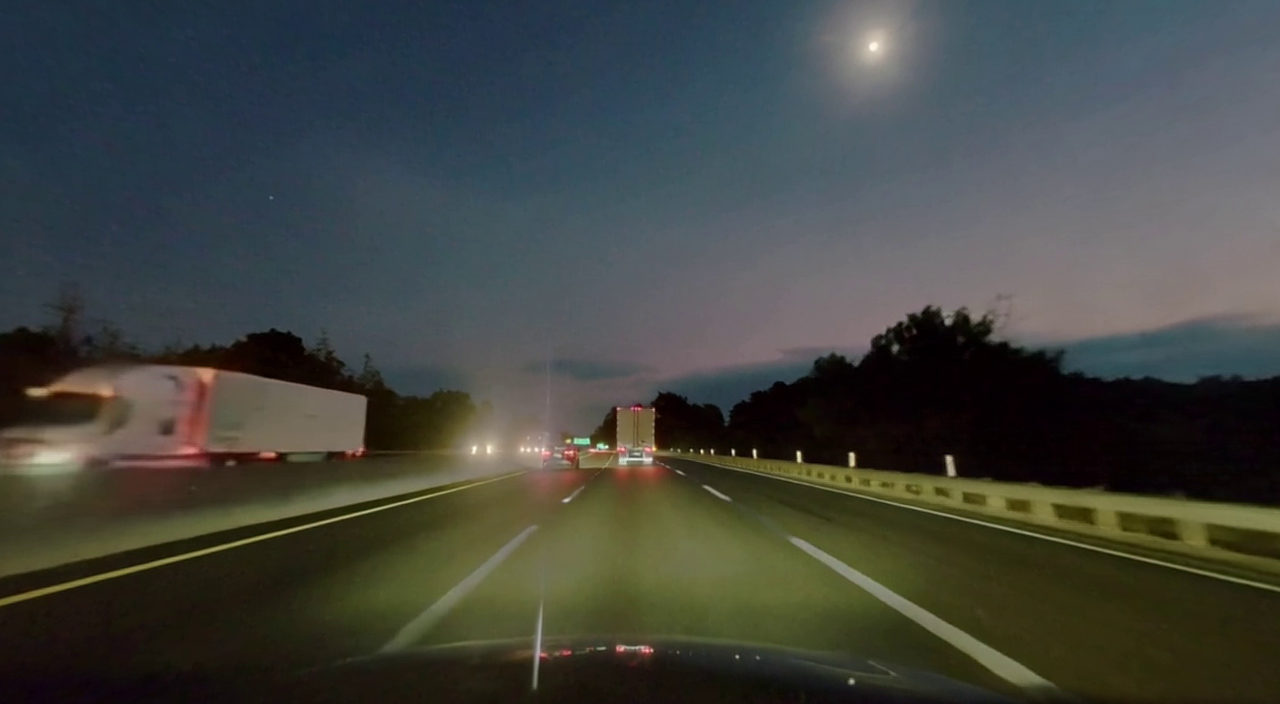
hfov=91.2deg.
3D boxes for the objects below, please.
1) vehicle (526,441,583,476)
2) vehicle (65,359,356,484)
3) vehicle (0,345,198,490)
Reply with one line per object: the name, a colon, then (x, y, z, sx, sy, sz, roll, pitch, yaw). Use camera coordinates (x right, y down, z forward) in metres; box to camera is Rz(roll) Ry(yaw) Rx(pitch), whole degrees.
vehicle: (-3.939, 5.023, 29.687, 2.057, 1.519, 4.372, 0, -9, 0)
vehicle: (-17.269, 3.342, 27.625, 3.275, 4.097, 13.776, 0, -9, -1)
vehicle: (-17.143, 2.155, 20.067, 3.116, 4.225, 3.440, 0, -9, -1)
